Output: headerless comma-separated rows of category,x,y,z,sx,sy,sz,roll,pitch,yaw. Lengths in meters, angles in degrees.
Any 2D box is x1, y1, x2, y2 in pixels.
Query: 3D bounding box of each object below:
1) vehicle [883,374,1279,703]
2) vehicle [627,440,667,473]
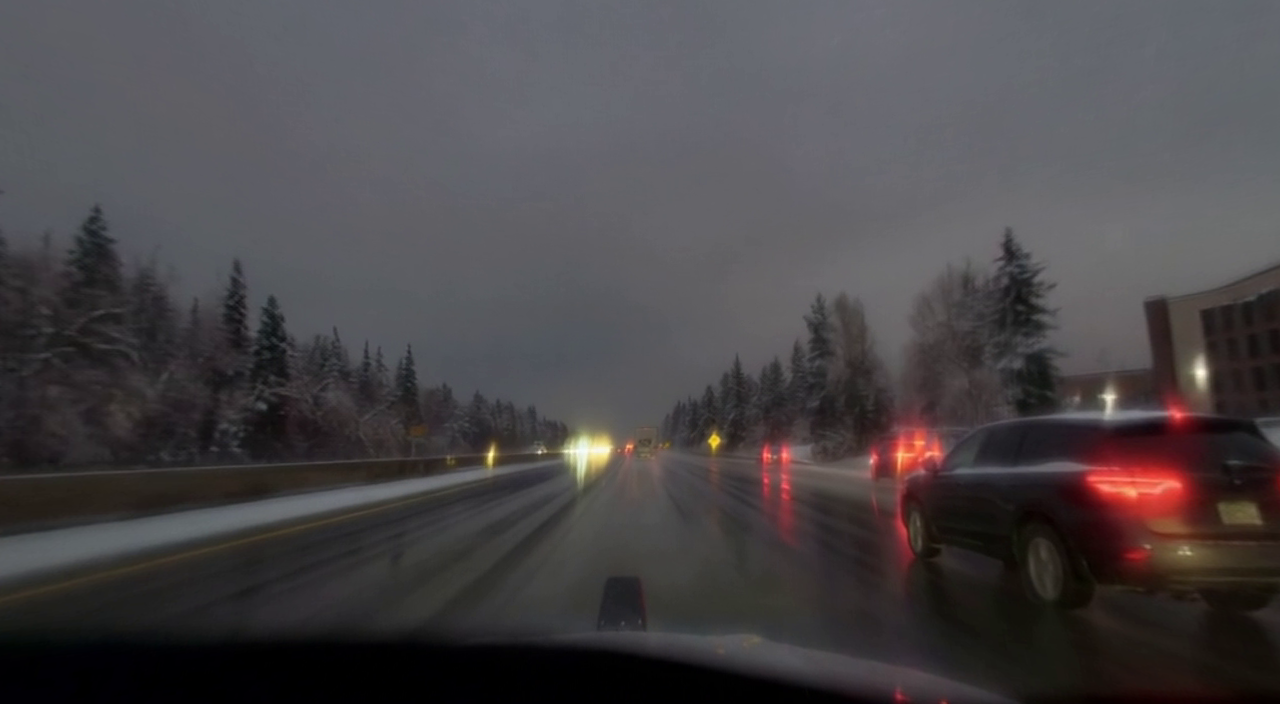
vehicle,4.123,1.268,5.517,2.008,1.595,5.082,0,-9,1
vehicle,0.337,5.651,34.094,2.015,1.639,4.086,0,-9,0
